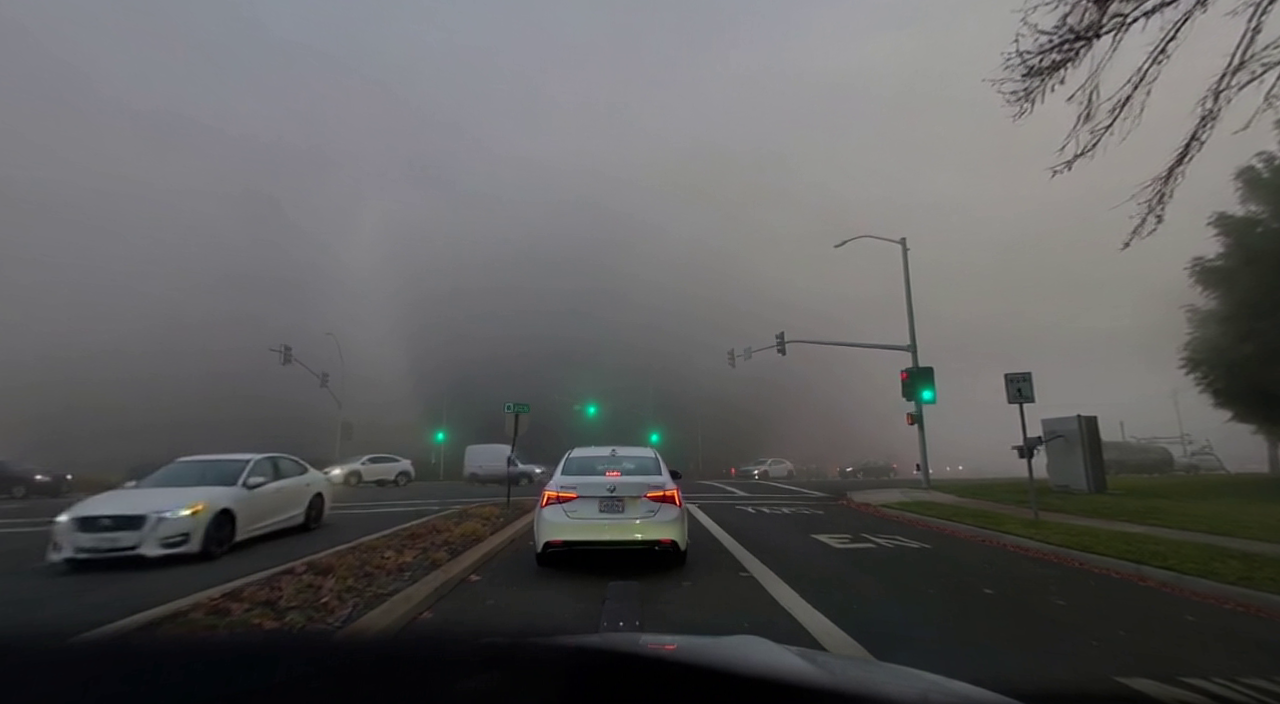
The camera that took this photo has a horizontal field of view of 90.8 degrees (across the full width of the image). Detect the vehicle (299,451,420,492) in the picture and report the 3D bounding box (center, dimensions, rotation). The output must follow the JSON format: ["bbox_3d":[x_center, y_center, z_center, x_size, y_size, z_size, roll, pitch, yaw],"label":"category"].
[{"bbox_3d":[-14.740,6.265,33.311,5.500,2.012,2.201,-2,-9,13],"label":"vehicle"}]

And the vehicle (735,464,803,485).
[{"bbox_3d":[9.034,8.578,44.368,4.254,1.359,1.895,2,-9,-16],"label":"vehicle"}]

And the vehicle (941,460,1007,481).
[{"bbox_3d":[25.946,9.160,49.083,4.358,1.471,1.875,2,-9,-16],"label":"vehicle"}]

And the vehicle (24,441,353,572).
[{"bbox_3d":[-6.488,2.204,9.984,2.078,1.534,4.646,1,-9,-5],"label":"vehicle"}]

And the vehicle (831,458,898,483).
[{"bbox_3d":[16.464,8.676,46.374,4.337,1.637,1.860,2,-9,-16],"label":"vehicle"}]

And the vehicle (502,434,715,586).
[{"bbox_3d":[-0.363,1.886,8.462,2.112,1.479,4.264,0,-9,-1],"label":"vehicle"}]
